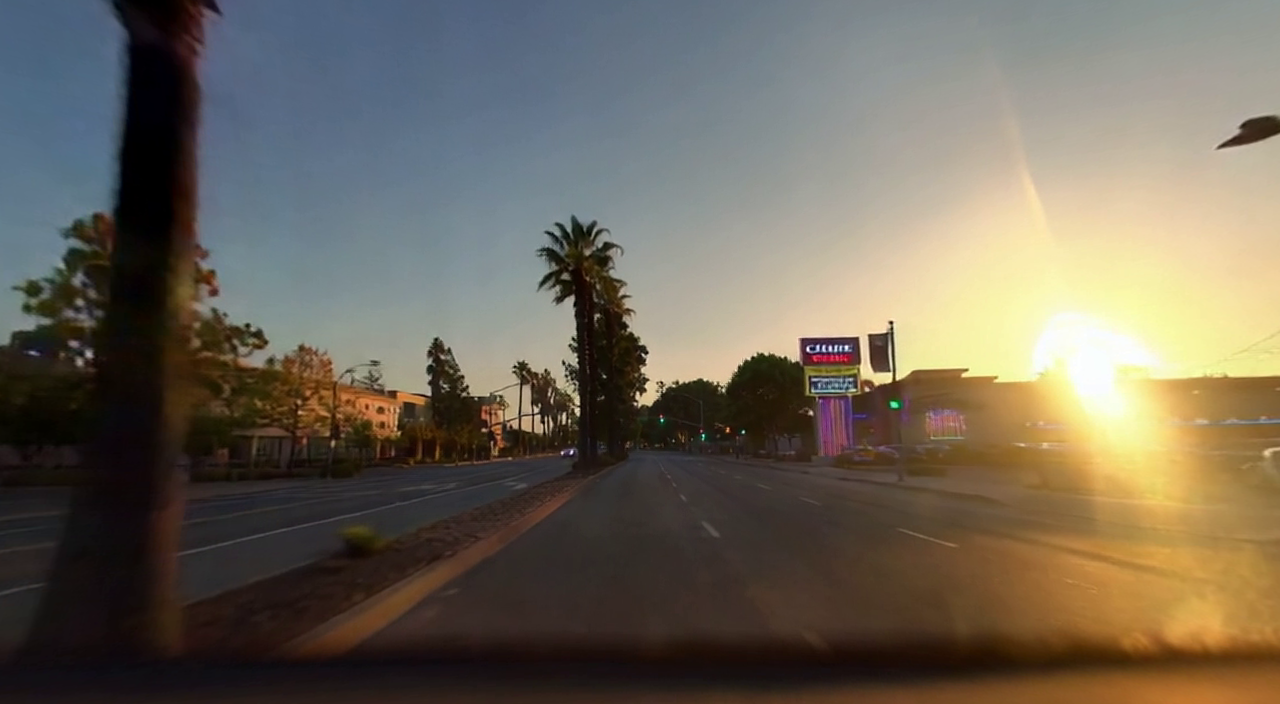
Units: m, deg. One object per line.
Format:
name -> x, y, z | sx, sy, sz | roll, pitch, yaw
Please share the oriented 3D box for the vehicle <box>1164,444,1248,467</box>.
vehicle -> 37.119, 6.776, 41.568 | 1.666, 1.432, 4.085 | 0, -8, -1
